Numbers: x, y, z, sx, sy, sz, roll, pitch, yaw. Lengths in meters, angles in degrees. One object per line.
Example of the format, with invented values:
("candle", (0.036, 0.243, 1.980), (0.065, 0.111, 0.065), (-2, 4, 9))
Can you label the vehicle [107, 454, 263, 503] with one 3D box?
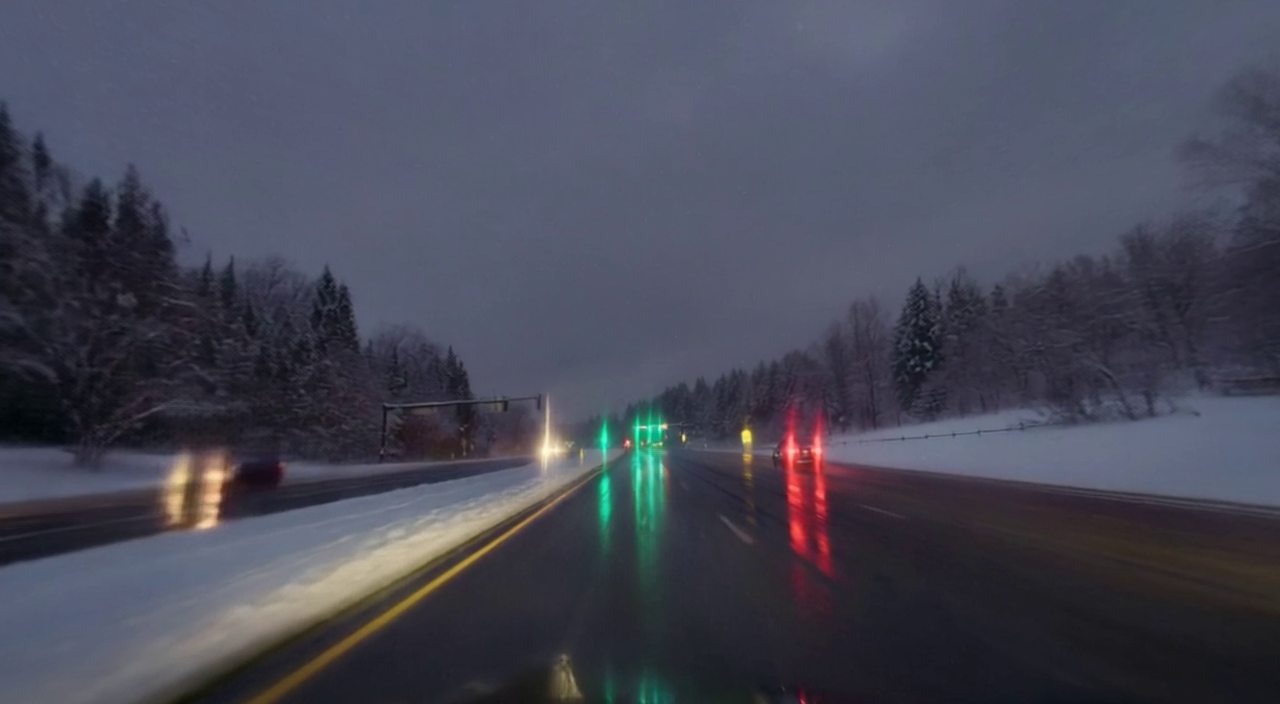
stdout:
("vehicle", (-15.576, 4.321, 21.956), (1.972, 1.473, 4.632), (0, -8, 0))

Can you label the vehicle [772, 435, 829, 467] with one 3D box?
("vehicle", (9.652, 6.003, 38.324), (2.170, 1.830, 4.720), (0, -9, -1))
